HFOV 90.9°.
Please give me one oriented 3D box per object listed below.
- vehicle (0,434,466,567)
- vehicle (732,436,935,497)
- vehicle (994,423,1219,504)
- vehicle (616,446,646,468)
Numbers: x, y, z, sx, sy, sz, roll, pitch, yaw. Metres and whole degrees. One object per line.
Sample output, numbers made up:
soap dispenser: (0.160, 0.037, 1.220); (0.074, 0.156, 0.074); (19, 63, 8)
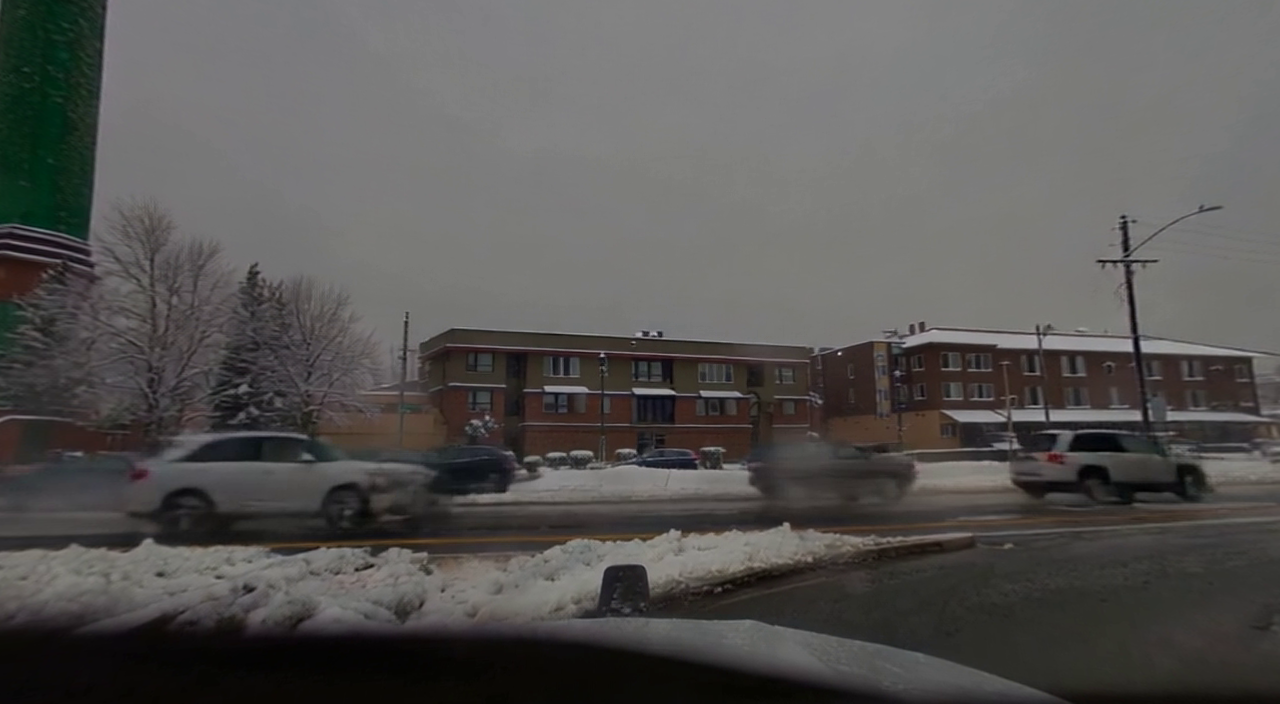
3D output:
vehicle: (-4.871, 1.830, 8.357); (4.710, 1.444, 2.041); (1, -9, -9)
vehicle: (5.065, 2.990, 16.795); (4.795, 1.465, 1.882); (1, -9, -10)
vehicle: (10.764, 2.538, 14.681); (4.011, 1.697, 1.857); (1, -9, -11)
vehicle: (-0.712, 7.772, 46.744); (1.845, 1.509, 3.855); (1, -9, -8)
